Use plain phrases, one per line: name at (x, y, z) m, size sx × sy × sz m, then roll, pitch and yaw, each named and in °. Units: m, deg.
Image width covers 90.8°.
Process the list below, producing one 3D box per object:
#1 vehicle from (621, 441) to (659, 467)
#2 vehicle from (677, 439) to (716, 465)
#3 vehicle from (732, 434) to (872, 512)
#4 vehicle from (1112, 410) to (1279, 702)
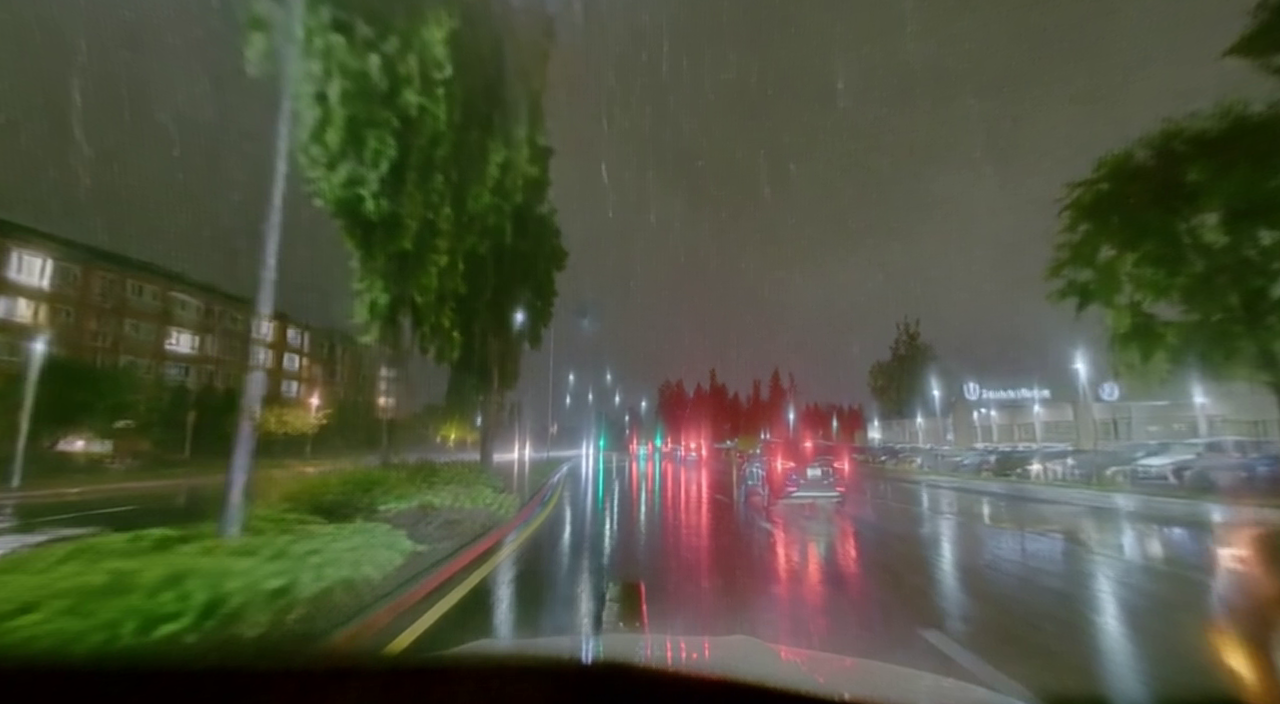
vehicle at (-0.054, 5.962, 37.030) m, size 2.095 × 1.456 × 3.873 m, roll 0°, pitch -8°, yaw -1°
vehicle at (3.669, 6.614, 41.811) m, size 2.041 × 1.611 × 4.426 m, roll 0°, pitch -9°, yaw -1°
vehicle at (3.519, 2.716, 14.750) m, size 1.953 × 1.514 × 4.672 m, roll 0°, pitch -8°, yaw -1°
vehicle at (4.472, 0.877, 2.047) m, size 2.098 × 1.507 × 4.655 m, roll 0°, pitch -8°, yaw -3°
